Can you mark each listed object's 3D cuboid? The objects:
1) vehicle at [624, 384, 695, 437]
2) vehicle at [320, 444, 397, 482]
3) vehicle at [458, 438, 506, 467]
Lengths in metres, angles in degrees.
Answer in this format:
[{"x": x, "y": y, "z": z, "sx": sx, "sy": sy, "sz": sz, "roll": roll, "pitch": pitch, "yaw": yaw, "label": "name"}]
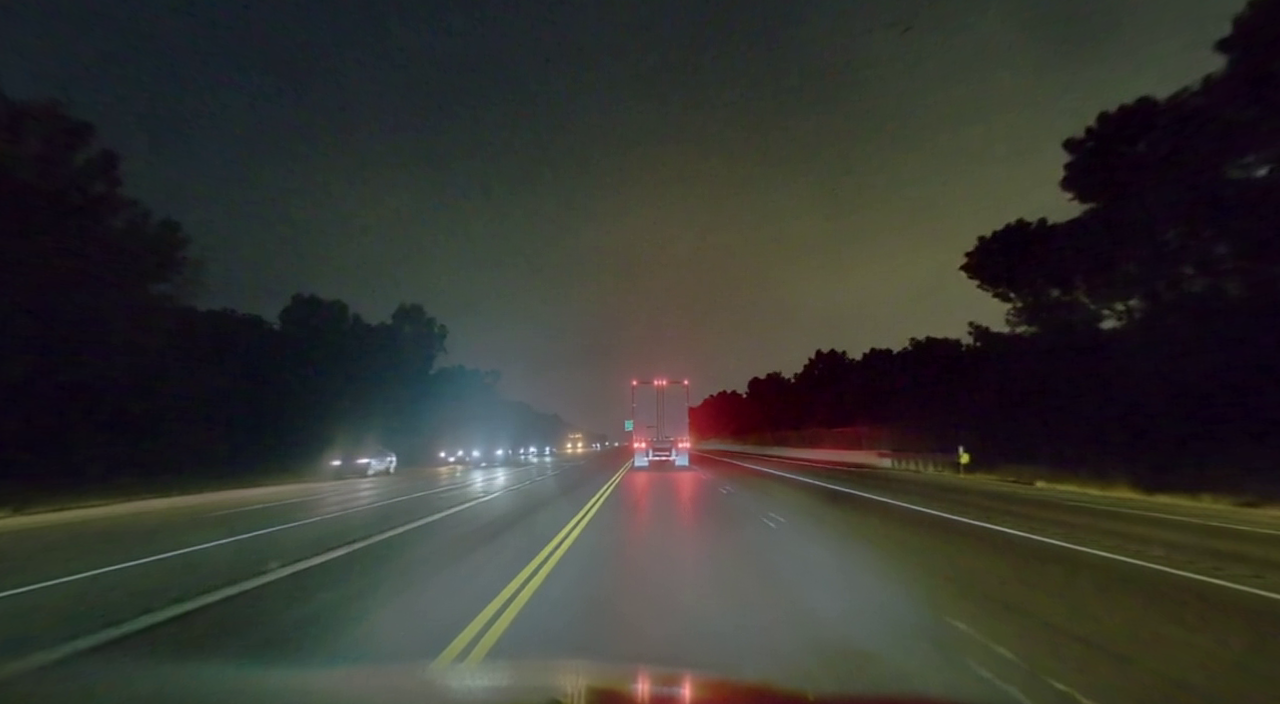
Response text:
[{"x": 0.640, "y": 2.435, "z": 25.260, "sx": 2.509, "sy": 1.890, "sz": 4.732, "roll": 0, "pitch": -8, "yaw": -2, "label": "vehicle"}, {"x": -15.131, "y": 5.945, "z": 34.103, "sx": 2.000, "sy": 1.847, "sz": 4.664, "roll": -1, "pitch": -8, "yaw": 0, "label": "vehicle"}, {"x": -11.479, "y": 7.328, "z": 46.067, "sx": 2.133, "sy": 1.942, "sz": 4.865, "roll": 0, "pitch": -8, "yaw": 2, "label": "vehicle"}]
